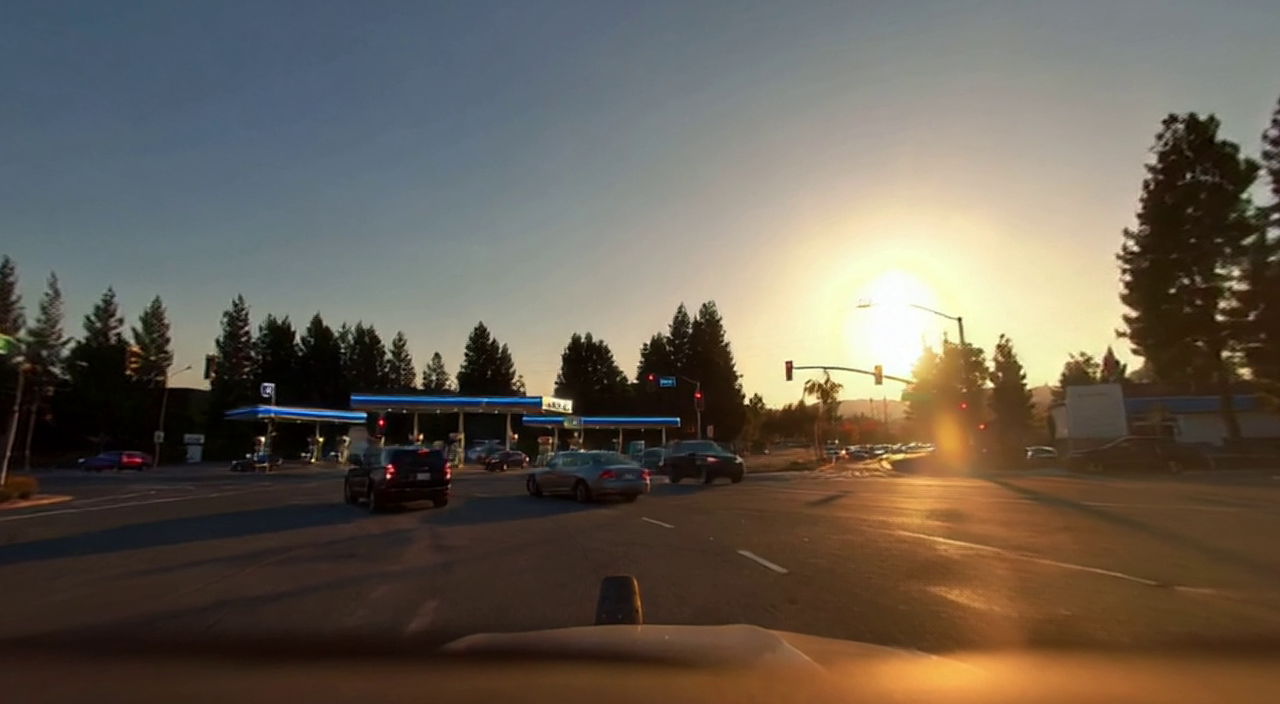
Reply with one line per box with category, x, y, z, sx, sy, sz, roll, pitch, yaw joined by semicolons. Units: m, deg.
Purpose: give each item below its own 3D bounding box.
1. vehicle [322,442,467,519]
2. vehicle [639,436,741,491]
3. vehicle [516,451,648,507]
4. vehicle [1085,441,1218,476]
vehicle;-6.798;3.364;17.177;2.351;1.733;4.616;6;-10;-38
vehicle;1.727;4.136;23.694;2.016;1.828;4.503;3;-10;-21
vehicle;-1.872;3.719;19.052;1.965;1.460;4.581;6;-11;-34
vehicle;27.250;5.689;33.899;4.952;1.745;2.184;-3;-9;17
